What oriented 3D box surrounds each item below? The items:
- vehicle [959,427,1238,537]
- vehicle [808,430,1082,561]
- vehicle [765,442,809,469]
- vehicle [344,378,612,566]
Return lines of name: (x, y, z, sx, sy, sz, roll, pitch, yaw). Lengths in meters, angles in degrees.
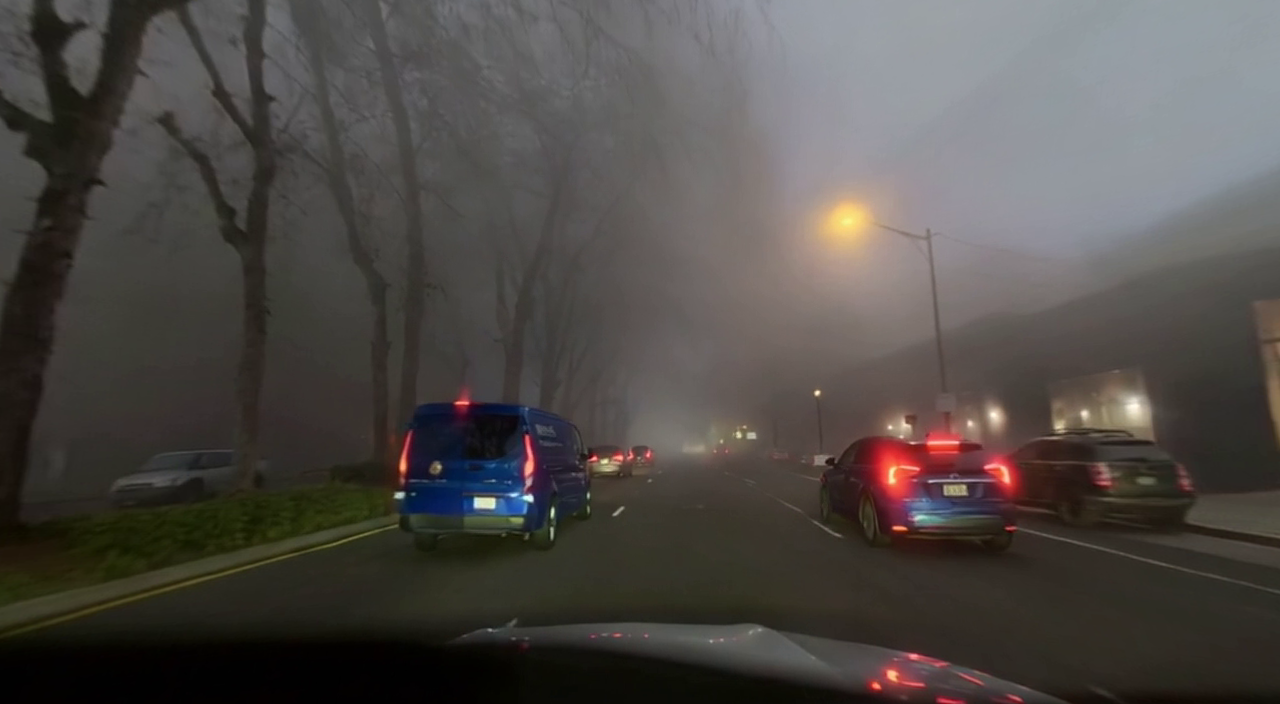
vehicle: (7.930, 2.266, 11.577, 1.983, 1.618, 4.108, 0, -9, 0)
vehicle: (4.124, 2.003, 9.622, 2.021, 1.491, 4.563, -1, -9, 2)
vehicle: (10.010, 7.068, 43.427, 2.017, 1.745, 4.670, -1, -9, 2)
vehicle: (-2.009, 1.802, 10.170, 2.490, 2.153, 5.594, -1, -9, 4)
